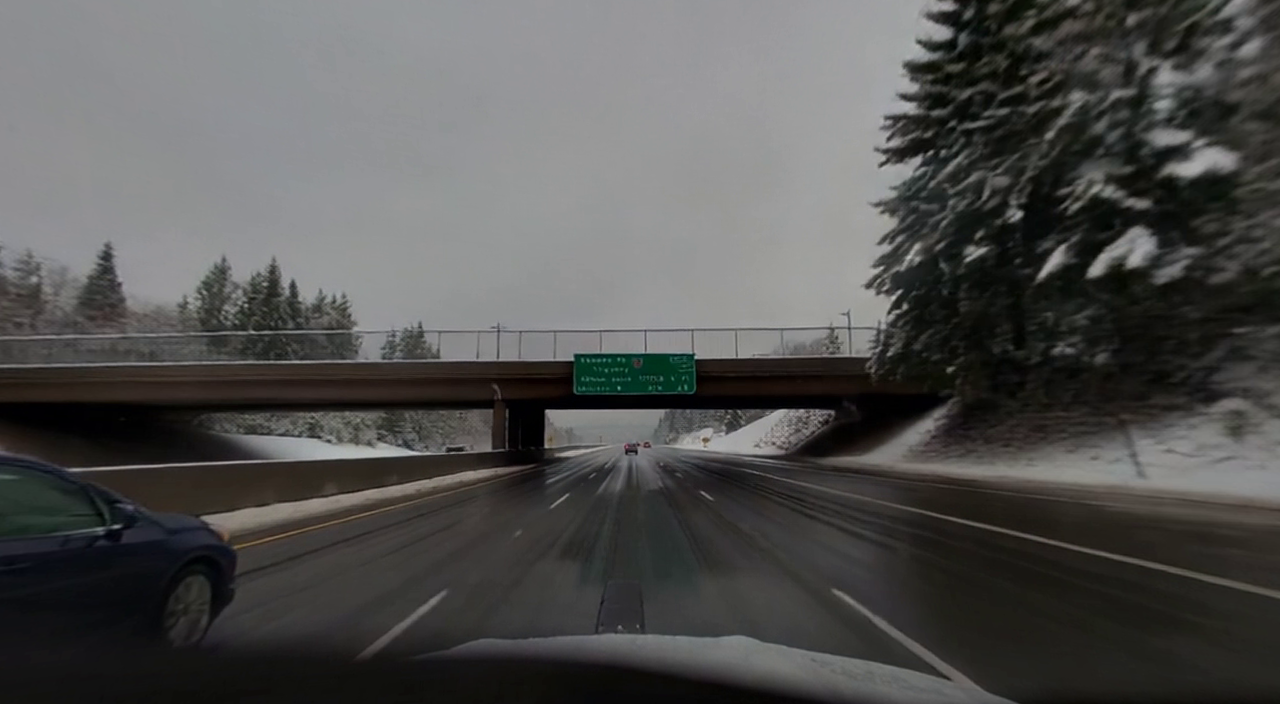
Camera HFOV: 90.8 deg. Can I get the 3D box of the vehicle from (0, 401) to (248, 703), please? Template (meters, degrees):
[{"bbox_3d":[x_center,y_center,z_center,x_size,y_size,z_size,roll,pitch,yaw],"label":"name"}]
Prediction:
[{"bbox_3d":[-3.791,0.921,2.246,2.050,1.547,4.266,0,-9,0],"label":"vehicle"}]
